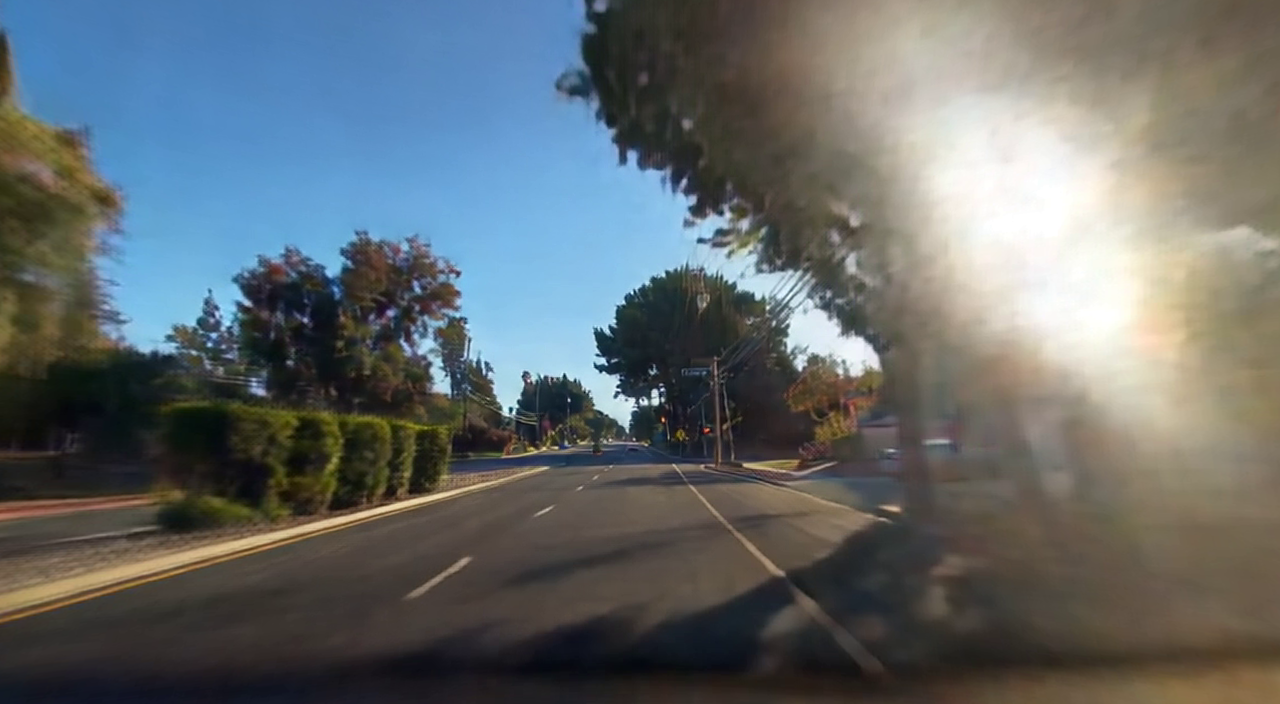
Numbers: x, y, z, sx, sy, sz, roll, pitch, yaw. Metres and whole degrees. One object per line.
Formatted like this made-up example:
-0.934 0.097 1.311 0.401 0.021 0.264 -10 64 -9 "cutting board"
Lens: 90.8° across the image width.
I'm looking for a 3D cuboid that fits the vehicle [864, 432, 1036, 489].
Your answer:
9.663 3.400 19.974 4.387 1.680 1.958 1 -9 -3 "vehicle"
